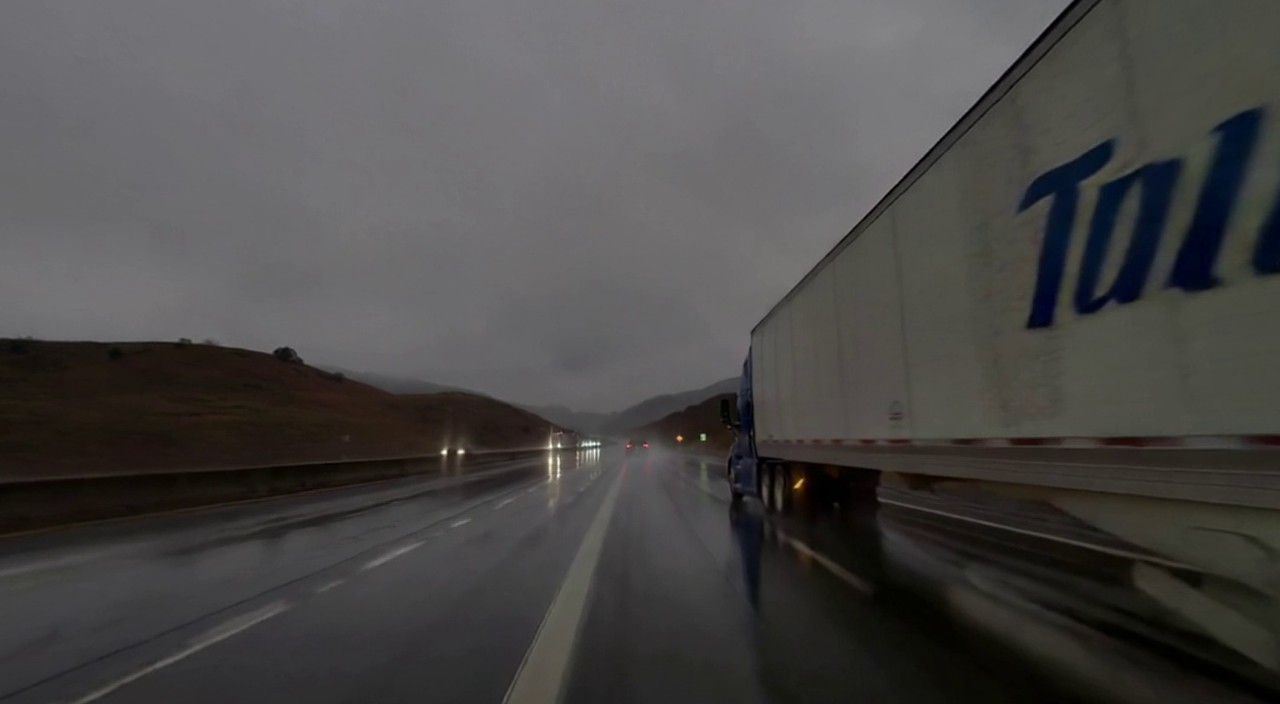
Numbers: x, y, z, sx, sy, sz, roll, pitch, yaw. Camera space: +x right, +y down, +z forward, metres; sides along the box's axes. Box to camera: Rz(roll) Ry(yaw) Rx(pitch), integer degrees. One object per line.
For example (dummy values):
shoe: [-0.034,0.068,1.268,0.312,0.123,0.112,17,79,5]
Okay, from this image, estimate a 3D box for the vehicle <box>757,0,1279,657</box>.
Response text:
vehicle: [4.147,0.385,9.029,2.859,4.378,10.032,0,-9,0]
